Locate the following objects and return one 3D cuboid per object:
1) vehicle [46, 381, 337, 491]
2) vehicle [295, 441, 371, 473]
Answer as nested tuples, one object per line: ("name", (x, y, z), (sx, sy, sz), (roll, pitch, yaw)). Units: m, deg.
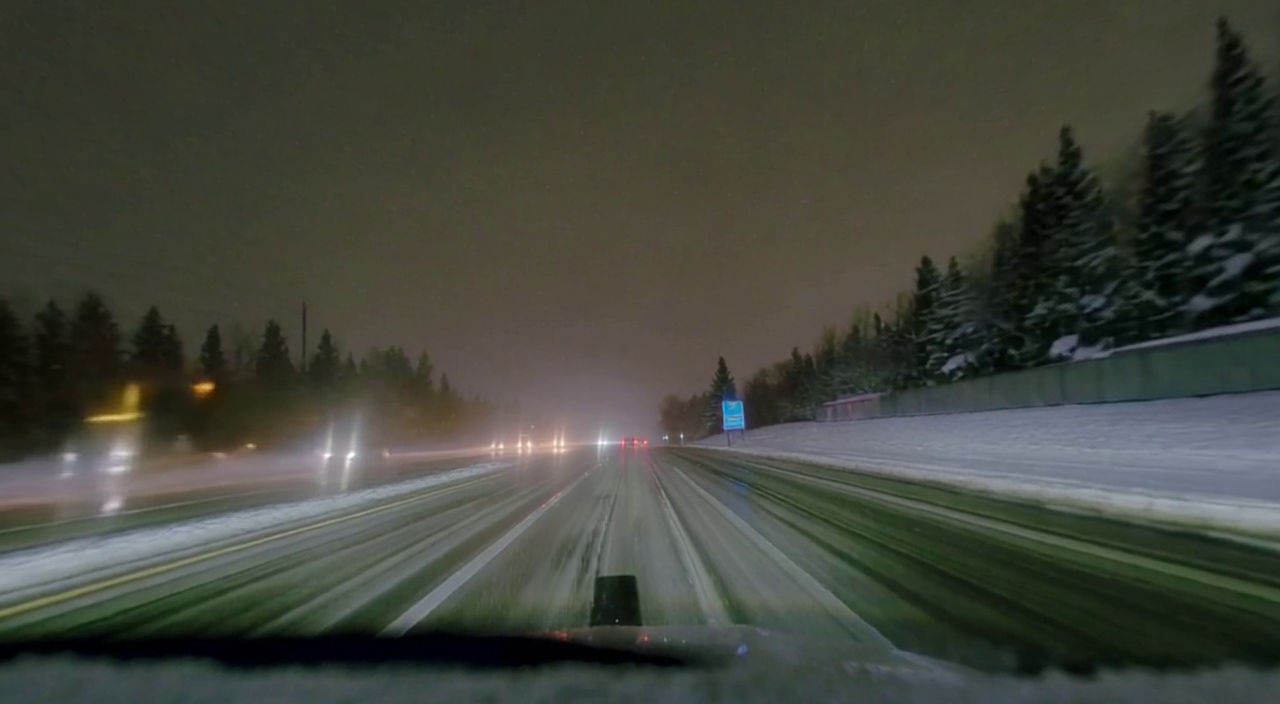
("vehicle", (-20.693, 4.224, 31.816), (3.002, 4.093, 16.312), (0, -8, -1))
("vehicle", (-16.109, 5.508, 33.353), (1.962, 1.560, 4.033), (0, -8, 0))
